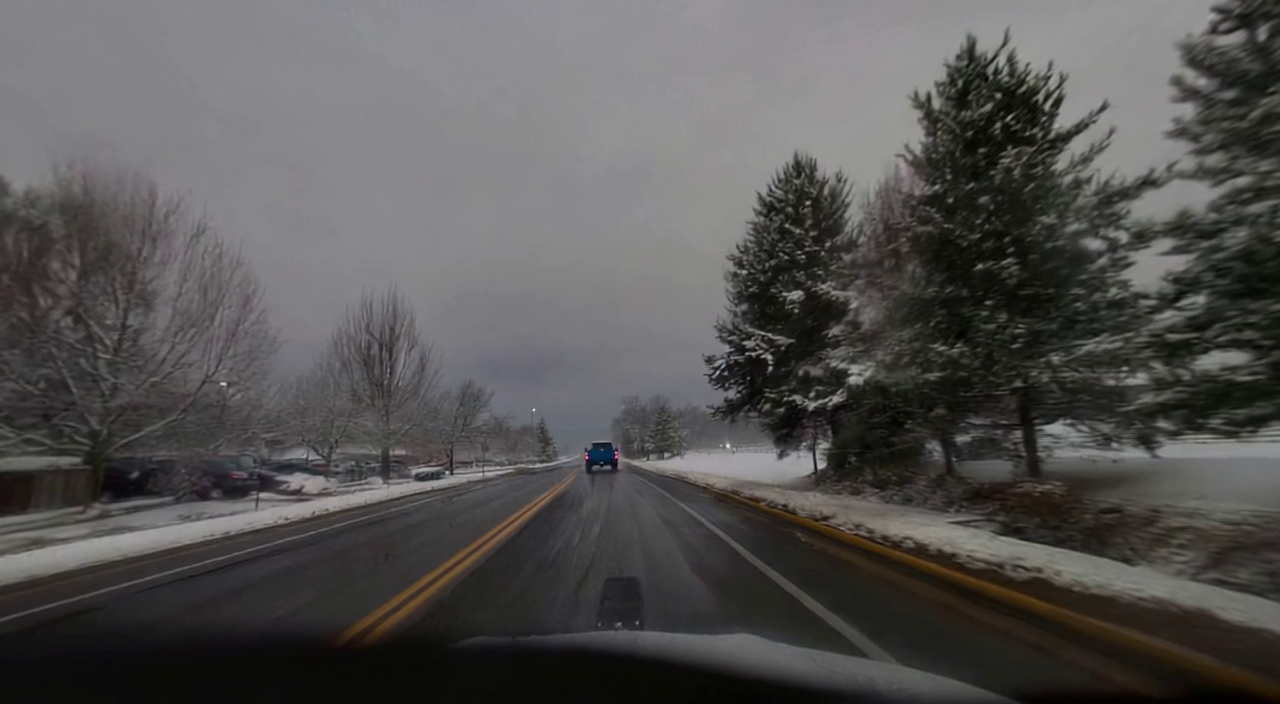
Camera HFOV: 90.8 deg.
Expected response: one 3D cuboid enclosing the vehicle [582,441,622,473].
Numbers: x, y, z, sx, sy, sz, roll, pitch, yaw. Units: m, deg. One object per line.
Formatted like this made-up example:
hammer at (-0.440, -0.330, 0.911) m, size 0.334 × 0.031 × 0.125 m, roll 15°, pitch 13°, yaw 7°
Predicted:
vehicle at (-2.644, 7.195, 43.487) m, size 2.556 × 2.063 × 5.578 m, roll 1°, pitch -9°, yaw -4°
